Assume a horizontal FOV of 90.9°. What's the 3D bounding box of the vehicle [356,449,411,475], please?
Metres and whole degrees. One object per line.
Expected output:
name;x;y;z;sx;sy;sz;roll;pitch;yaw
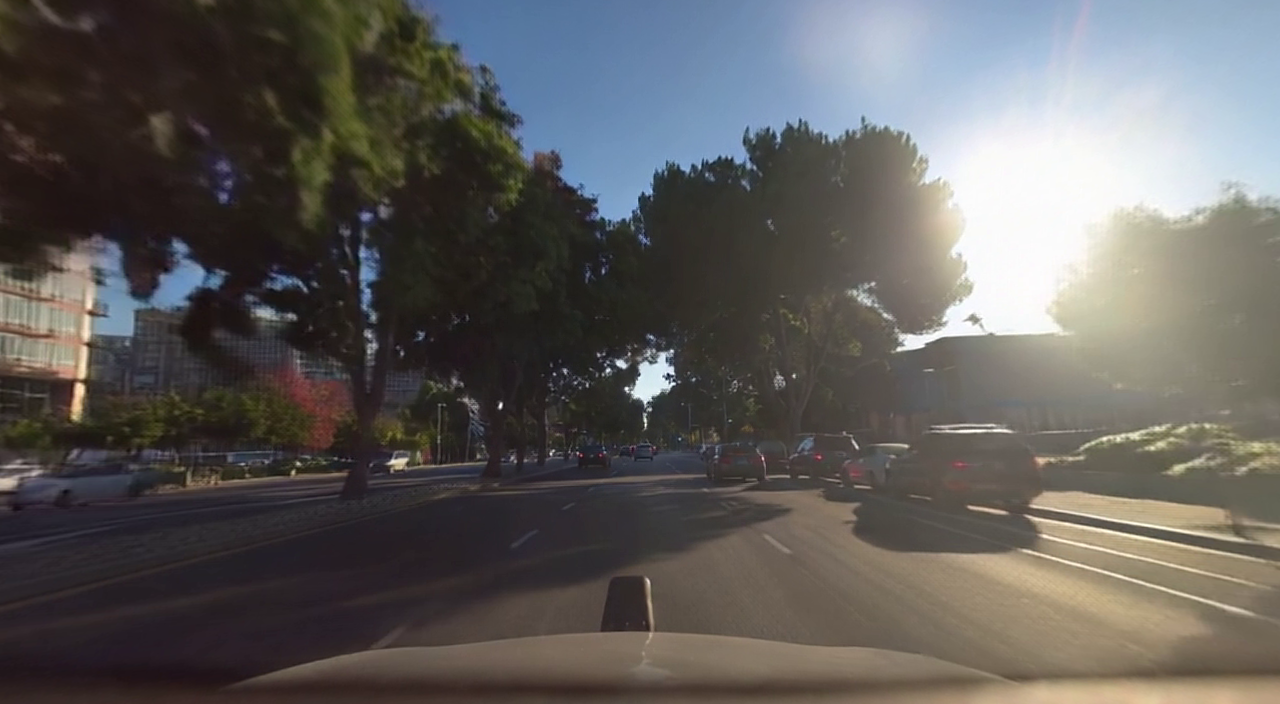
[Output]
vehicle;-18.821;8.073;46.520;2.022;1.735;4.695;0;-8;1

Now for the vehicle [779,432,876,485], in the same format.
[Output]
vehicle;7.186;4.138;24.907;2.087;1.823;5.906;0;-8;1

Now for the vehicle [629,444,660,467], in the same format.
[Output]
vehicle;0.356;7.153;43.822;2.101;1.480;3.929;0;-8;2

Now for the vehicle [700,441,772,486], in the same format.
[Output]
vehicle;3.481;4.129;23.728;1.990;1.486;4.431;0;-8;0

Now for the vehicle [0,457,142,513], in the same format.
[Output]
vehicle;-18.831;4.257;20.334;1.864;1.458;4.598;-5;-8;0

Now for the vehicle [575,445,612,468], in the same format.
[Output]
vehicle;-3.049;6.999;42.528;2.082;1.467;4.379;0;-8;1

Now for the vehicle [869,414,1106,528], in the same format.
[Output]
vehicle;6.768;2.387;13.164;2.215;1.909;4.875;0;-8;1
